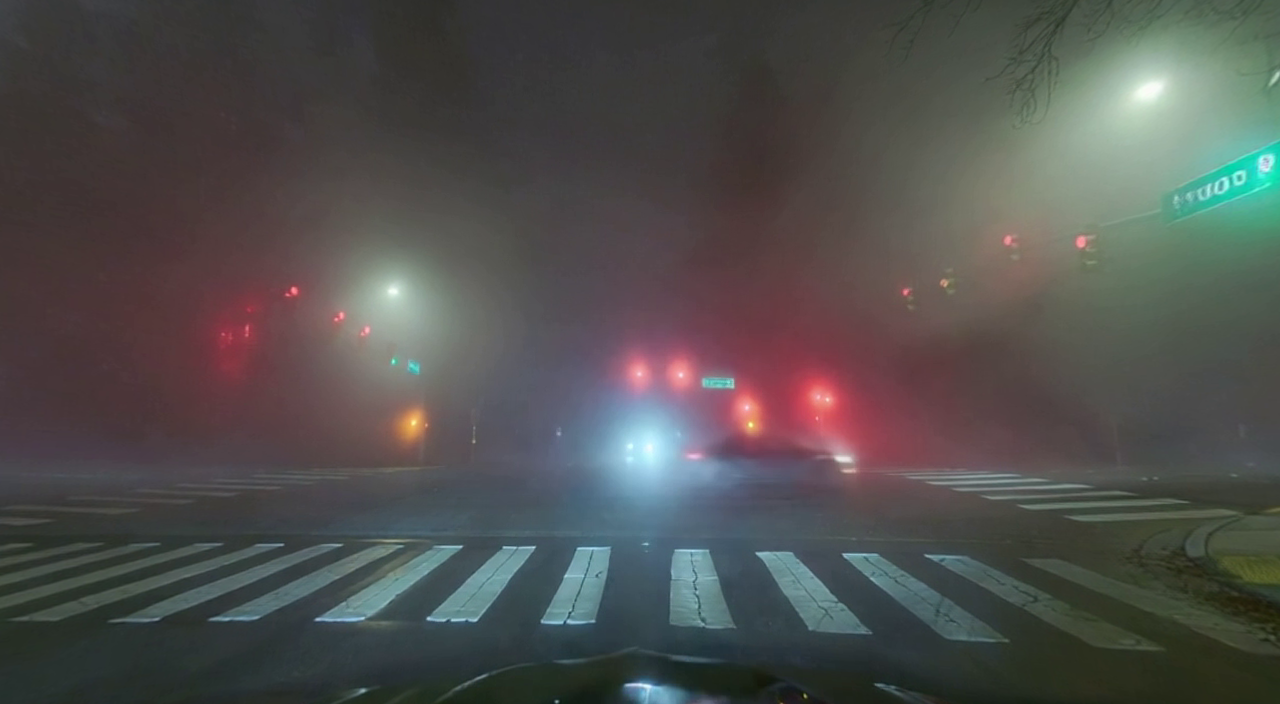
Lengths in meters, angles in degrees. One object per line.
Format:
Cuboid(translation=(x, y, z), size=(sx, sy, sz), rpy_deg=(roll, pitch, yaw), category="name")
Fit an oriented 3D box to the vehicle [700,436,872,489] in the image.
Cuboid(translation=(4.253, 3.291, 19.025), size=(4.698, 1.466, 1.883), rpy_deg=(0, -9, 0), category="vehicle")
